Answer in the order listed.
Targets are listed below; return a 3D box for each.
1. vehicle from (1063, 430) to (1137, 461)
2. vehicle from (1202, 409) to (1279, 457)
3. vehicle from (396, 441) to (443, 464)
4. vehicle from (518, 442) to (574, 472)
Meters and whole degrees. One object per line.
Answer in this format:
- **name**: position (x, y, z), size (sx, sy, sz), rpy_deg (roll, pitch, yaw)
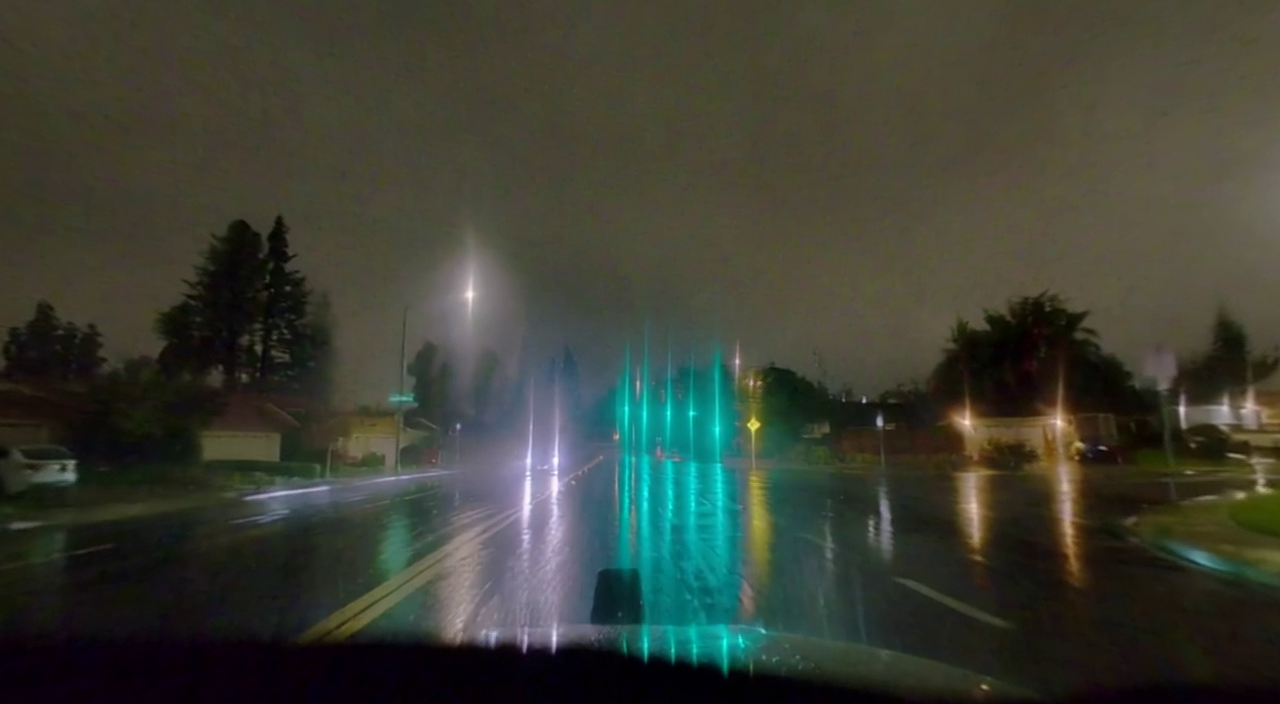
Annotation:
- **vehicle**: position (25.528, 5.232, 35.271), size (2.000, 1.594, 4.976), rpy_deg (-4, -9, 21)
- **vehicle**: position (34.032, 4.482, 34.483), size (2.411, 2.381, 6.645), rpy_deg (-3, -9, 19)
- **vehicle**: position (-17.375, 7.920, 49.801), size (2.838, 1.748, 1.892), rpy_deg (-1, -8, 7)
- **vehicle**: position (-5.020, 5.694, 34.492), size (2.088, 1.490, 4.524), rpy_deg (-1, -8, 4)
